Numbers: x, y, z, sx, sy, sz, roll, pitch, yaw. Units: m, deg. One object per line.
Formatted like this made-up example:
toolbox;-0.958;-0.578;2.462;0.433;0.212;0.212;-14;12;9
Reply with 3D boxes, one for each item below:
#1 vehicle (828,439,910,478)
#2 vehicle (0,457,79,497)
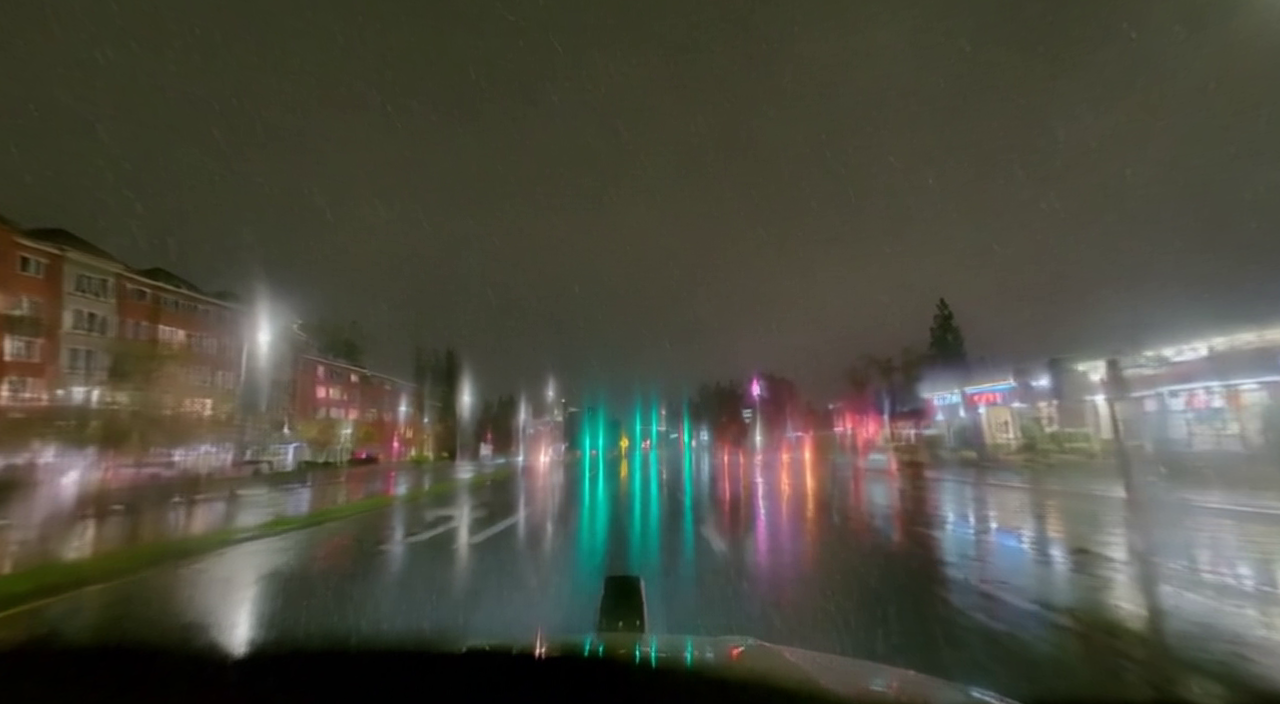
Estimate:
vehicle;10.136;4.728;28.361;1.886;1.556;4.513;0;-8;-2
vehicle;-34.849;7.175;36.204;2.341;2.080;5.408;3;-11;-23
